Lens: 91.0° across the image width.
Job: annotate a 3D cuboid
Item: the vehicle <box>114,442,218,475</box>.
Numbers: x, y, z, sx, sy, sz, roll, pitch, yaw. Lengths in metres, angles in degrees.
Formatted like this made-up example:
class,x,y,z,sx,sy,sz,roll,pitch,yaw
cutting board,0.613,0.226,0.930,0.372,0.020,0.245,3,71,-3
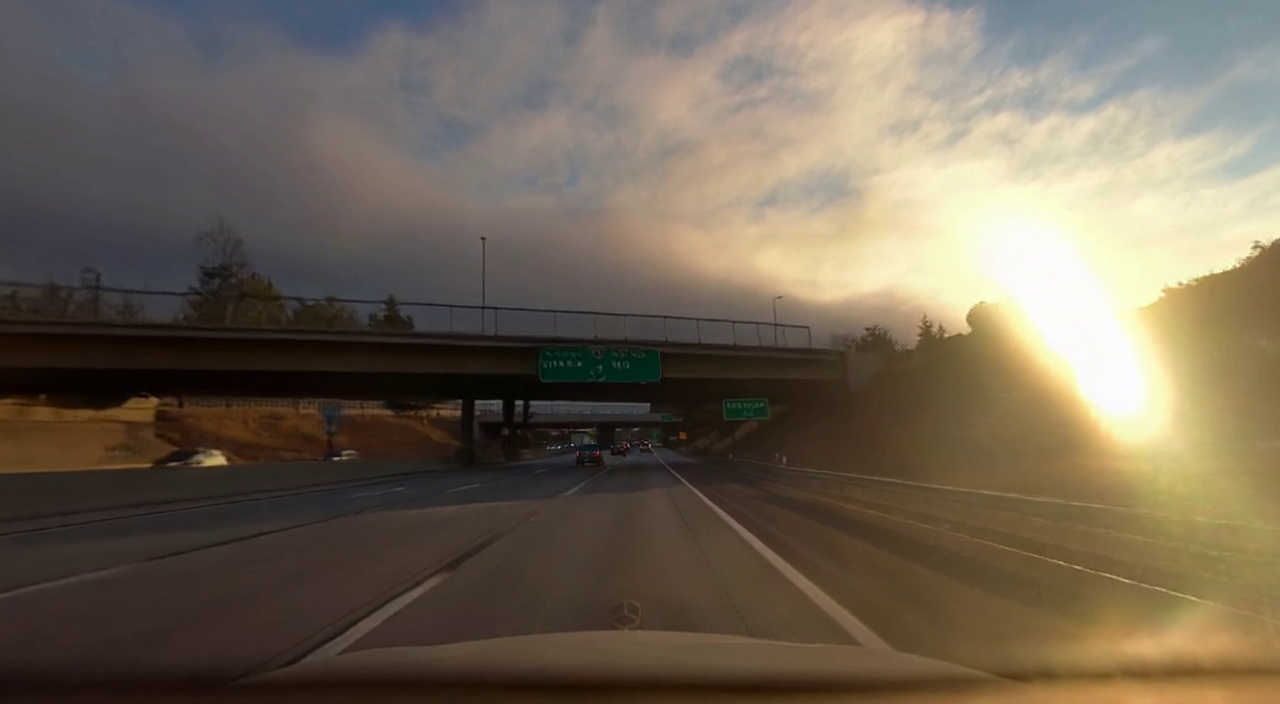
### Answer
class,x,y,z,sx,sy,sz,roll,pitch,yaw
vehicle,-31.912,7.189,42.704,2.228,2.038,6.039,0,-9,1
